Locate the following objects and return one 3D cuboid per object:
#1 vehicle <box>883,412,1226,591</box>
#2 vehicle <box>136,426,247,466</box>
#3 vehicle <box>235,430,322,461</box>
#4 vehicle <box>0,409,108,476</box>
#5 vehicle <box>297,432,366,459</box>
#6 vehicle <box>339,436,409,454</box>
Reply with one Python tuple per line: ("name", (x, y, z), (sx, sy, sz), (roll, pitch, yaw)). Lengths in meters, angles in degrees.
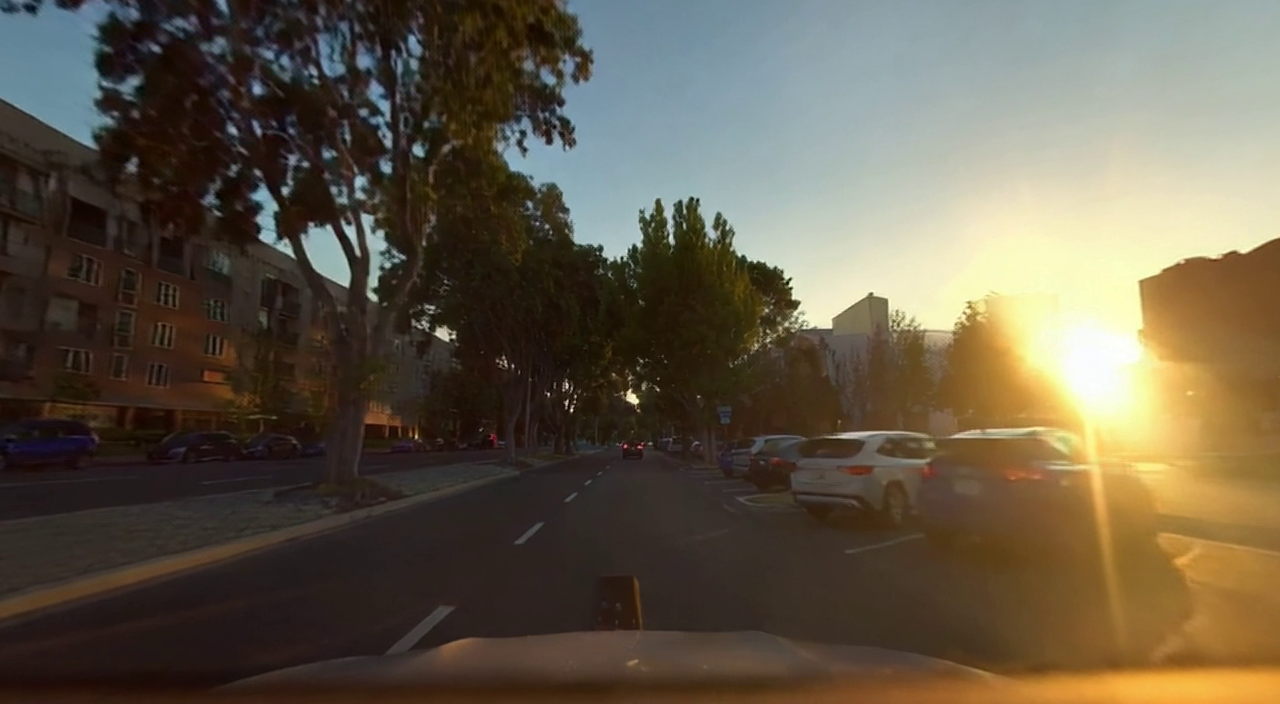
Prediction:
("vehicle", (4.912, 1.529, 7.323), (4.047, 1.497, 1.898), (5, -10, -36))
("vehicle", (-18.673, 3.944, 26.468), (1.807, 1.501, 4.134), (0, -8, -3))
("vehicle", (-18.601, 4.836, 32.648), (1.811, 1.502, 4.639), (0, -8, 0))
("vehicle", (-18.676, 2.609, 18.465), (1.972, 1.839, 4.553), (3, -8, 1))
("vehicle", (-18.869, 5.757, 38.754), (1.869, 1.494, 4.833), (0, -8, -2))
("vehicle", (-19.403, 6.804, 46.325), (2.389, 1.206, 6.247), (-1, -7, 1))
